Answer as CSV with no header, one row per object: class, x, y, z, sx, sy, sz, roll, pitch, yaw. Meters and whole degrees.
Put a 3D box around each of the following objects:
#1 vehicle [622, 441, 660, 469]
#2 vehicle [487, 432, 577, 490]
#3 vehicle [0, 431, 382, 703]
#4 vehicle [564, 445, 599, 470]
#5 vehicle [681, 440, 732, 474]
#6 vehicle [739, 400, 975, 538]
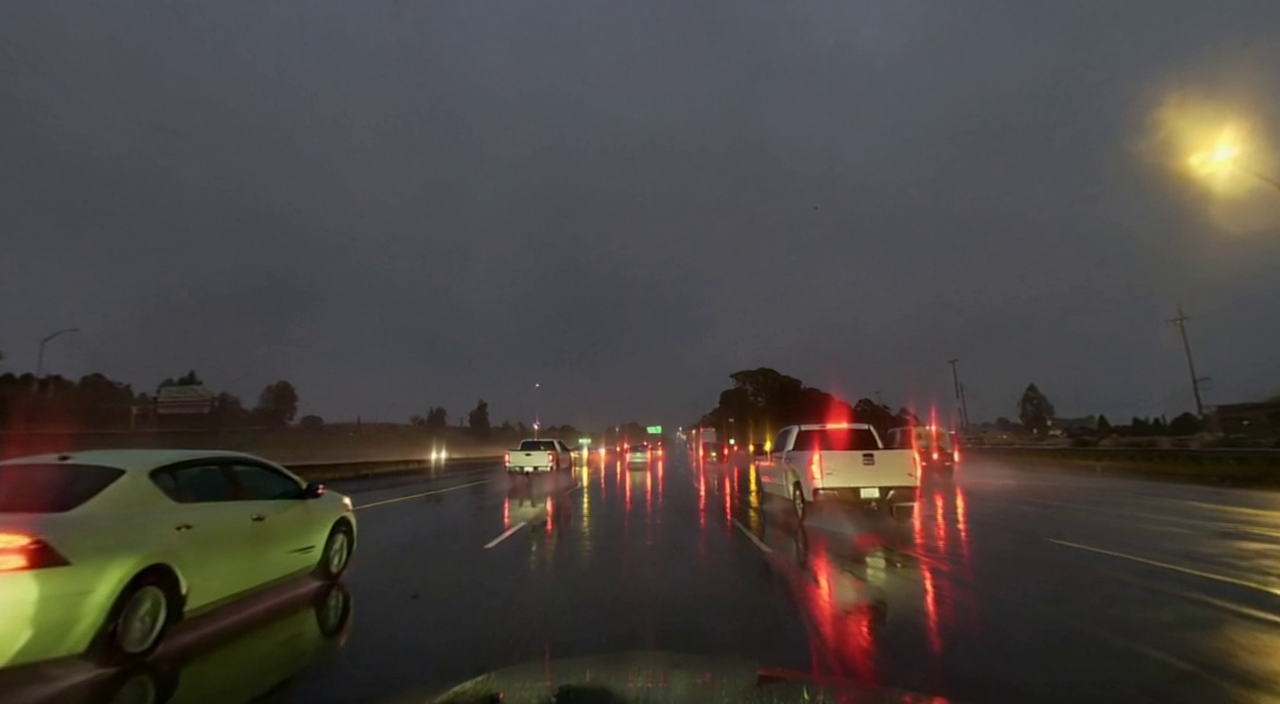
vehicle,0.049,6.234,38.108,2.147,1.572,4.094,0,-9,0
vehicle,-3.645,3.794,22.261,2.176,1.783,4.799,0,-9,2
vehicle,-3.860,1.356,4.752,1.947,1.424,4.264,0,-9,1
vehicle,-3.645,6.639,39.852,1.907,1.484,3.954,0,-9,-1
vehicle,3.467,5.582,33.731,2.145,1.636,4.437,1,-9,-1
vehicle,3.506,2.069,11.709,2.340,1.925,5.529,0,-9,-1
